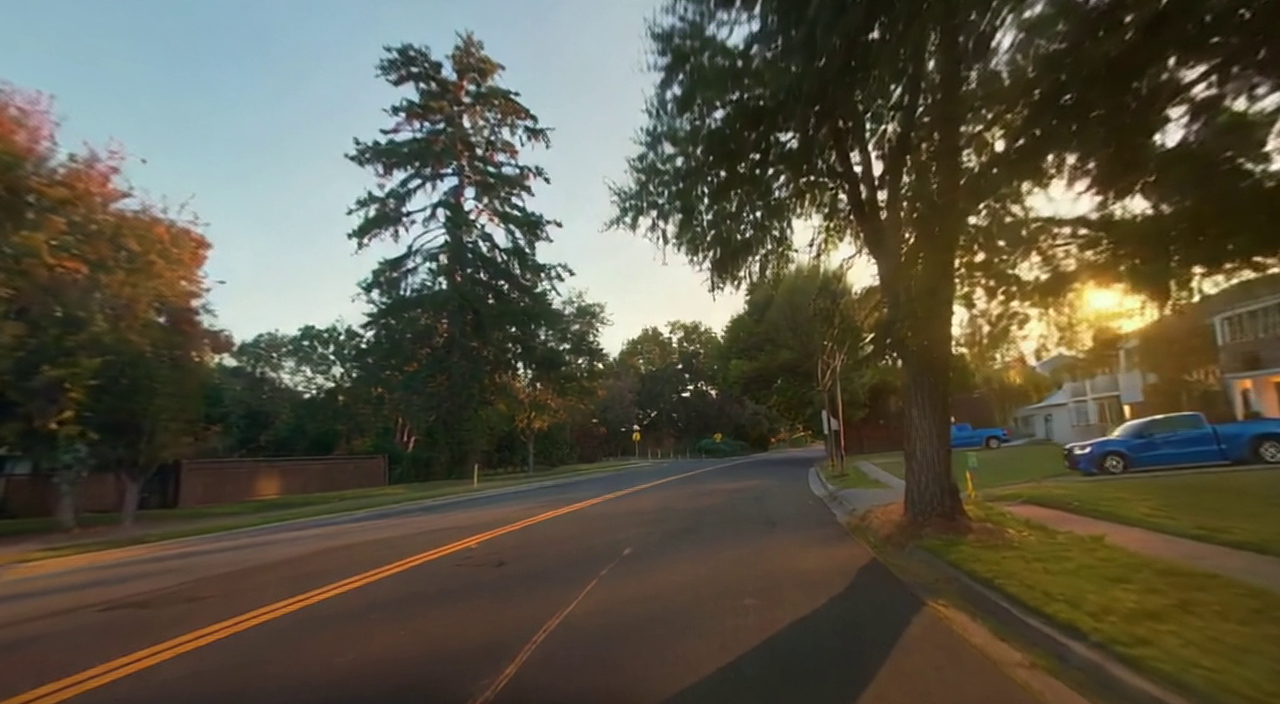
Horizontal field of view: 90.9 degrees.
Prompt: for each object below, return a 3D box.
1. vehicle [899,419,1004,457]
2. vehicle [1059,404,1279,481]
[{"bbox_3d":[19.676,5.563,40.173,5.704,1.788,2.095,-9,-13,21],"label":"vehicle"},{"bbox_3d":[13.184,2.165,15.137,4.644,1.441,2.074,-8,-11,18],"label":"vehicle"}]
